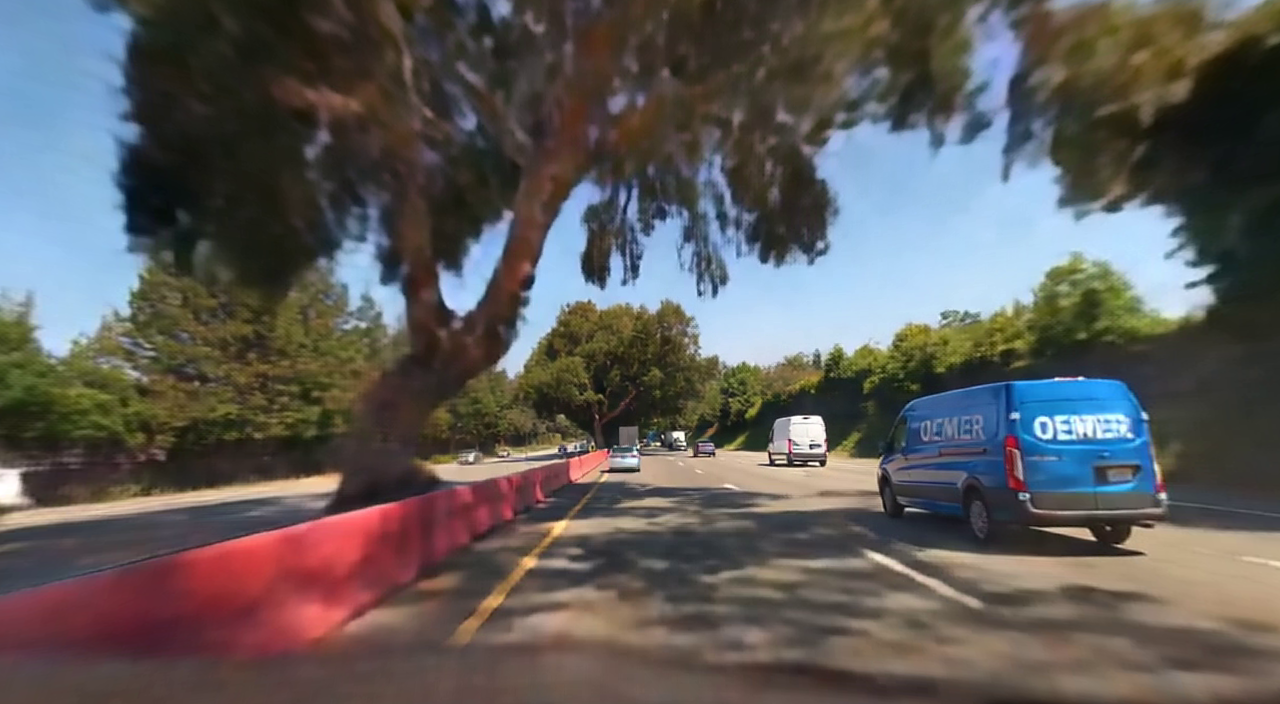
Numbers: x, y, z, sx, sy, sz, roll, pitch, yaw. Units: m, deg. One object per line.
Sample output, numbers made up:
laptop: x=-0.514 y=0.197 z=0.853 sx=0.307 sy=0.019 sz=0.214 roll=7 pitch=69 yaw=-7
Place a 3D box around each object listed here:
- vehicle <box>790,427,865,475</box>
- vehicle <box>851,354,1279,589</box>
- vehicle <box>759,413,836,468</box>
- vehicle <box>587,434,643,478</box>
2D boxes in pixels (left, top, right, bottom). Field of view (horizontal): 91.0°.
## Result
vehicle: x=8.270 y=4.380 z=28.073 sx=2.255 sy=1.960 sz=3.229 roll=0 pitch=-8 yaw=-1
vehicle: x=4.794 y=1.376 z=8.034 sx=2.223 sy=2.008 sz=5.121 roll=0 pitch=-8 yaw=-2
vehicle: x=8.112 y=4.642 z=33.081 sx=2.385 sy=2.635 sz=5.633 roll=0 pitch=-8 yaw=-2
vehicle: x=-0.983 y=4.158 z=25.465 sx=2.100 sy=1.636 sz=3.620 roll=0 pitch=-8 yaw=-2
